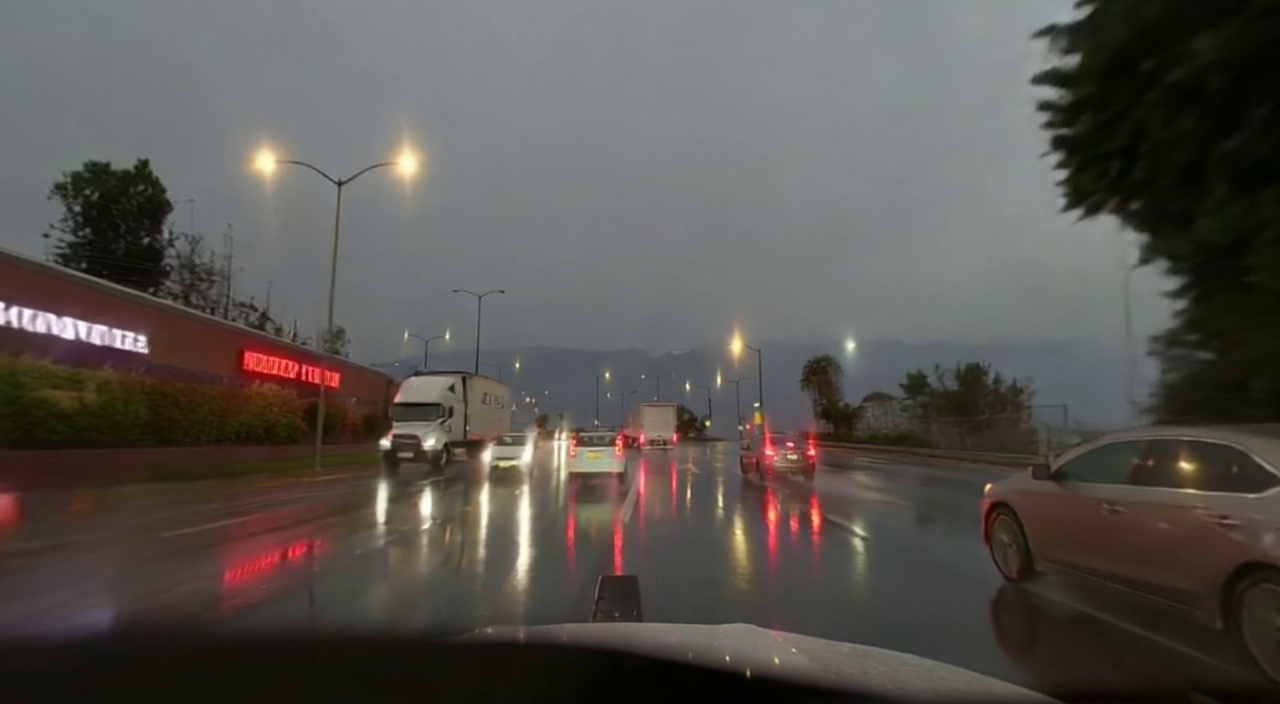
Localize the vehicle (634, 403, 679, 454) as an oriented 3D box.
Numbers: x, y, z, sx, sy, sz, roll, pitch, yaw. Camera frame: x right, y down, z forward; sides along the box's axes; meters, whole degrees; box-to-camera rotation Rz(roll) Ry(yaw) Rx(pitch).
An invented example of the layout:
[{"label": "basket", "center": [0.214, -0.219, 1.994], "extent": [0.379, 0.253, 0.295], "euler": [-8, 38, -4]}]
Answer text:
[{"label": "vehicle", "center": [1.096, 5.674, 46.350], "extent": [2.917, 3.482, 6.946], "euler": [0, -8, -2]}]

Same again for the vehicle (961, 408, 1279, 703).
[{"label": "vehicle", "center": [3.863, 1.034, 3.221], "extent": [2.081, 1.434, 4.833], "euler": [0, -8, 3]}]

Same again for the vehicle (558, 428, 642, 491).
[{"label": "vehicle", "center": [-0.986, 2.801, 16.787], "extent": [1.991, 1.472, 3.518], "euler": [0, -8, -1]}]

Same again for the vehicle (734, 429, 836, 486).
[{"label": "vehicle", "center": [4.095, 3.022, 18.480], "extent": [1.889, 1.480, 3.876], "euler": [1, -8, -3]}]

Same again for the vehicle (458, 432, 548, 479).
[{"label": "vehicle", "center": [-4.499, 3.458, 21.423], "extent": [1.964, 1.428, 4.481], "euler": [0, -8, 1]}]

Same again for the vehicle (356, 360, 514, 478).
[{"label": "vehicle", "center": [-7.703, 2.859, 25.683], "extent": [2.986, 3.821, 10.059], "euler": [0, -8, 0]}]
